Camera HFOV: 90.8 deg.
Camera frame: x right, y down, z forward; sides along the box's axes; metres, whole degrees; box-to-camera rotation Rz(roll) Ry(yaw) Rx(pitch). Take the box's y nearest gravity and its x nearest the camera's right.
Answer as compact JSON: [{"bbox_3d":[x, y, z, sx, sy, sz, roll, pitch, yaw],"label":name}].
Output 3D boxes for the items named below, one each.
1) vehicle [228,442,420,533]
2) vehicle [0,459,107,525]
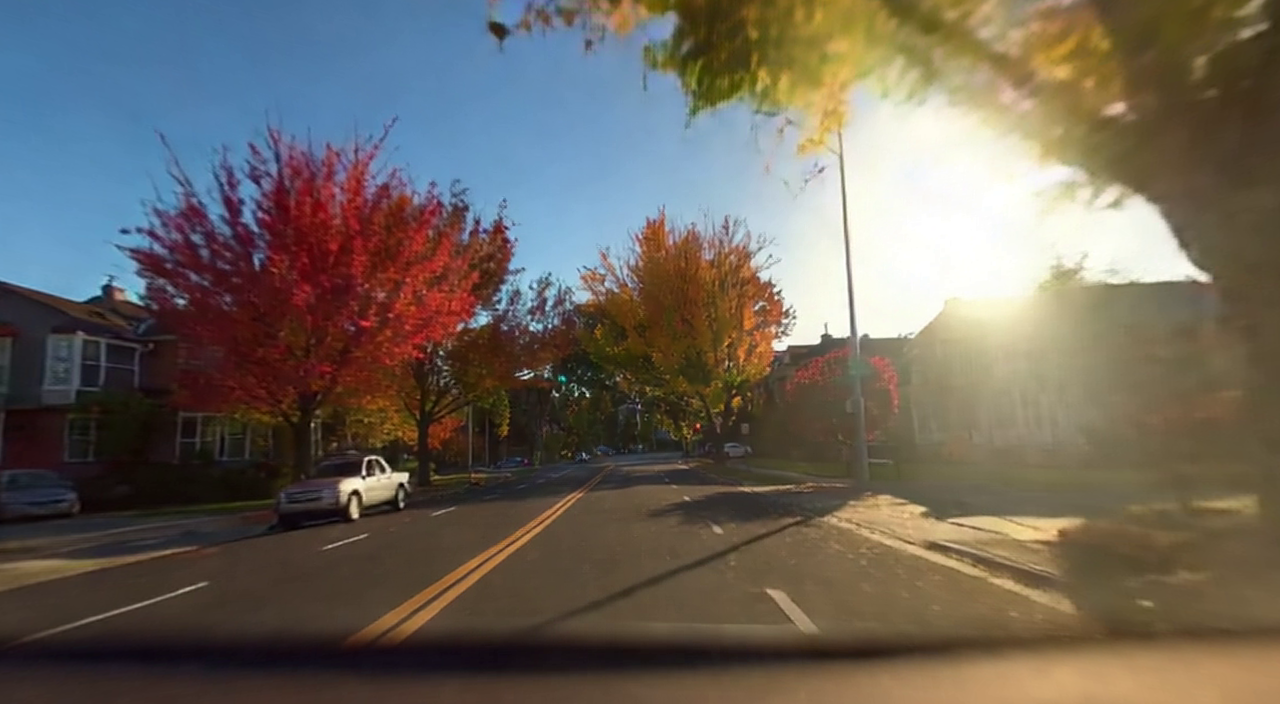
[{"bbox_3d":[-7.355,3.167,15.567,2.129,1.730,5.544,-2,-9,-3],"label":"vehicle"},{"bbox_3d":[-18.917,4.224,19.378,4.001,1.772,2.038,-4,-9,19],"label":"vehicle"}]
